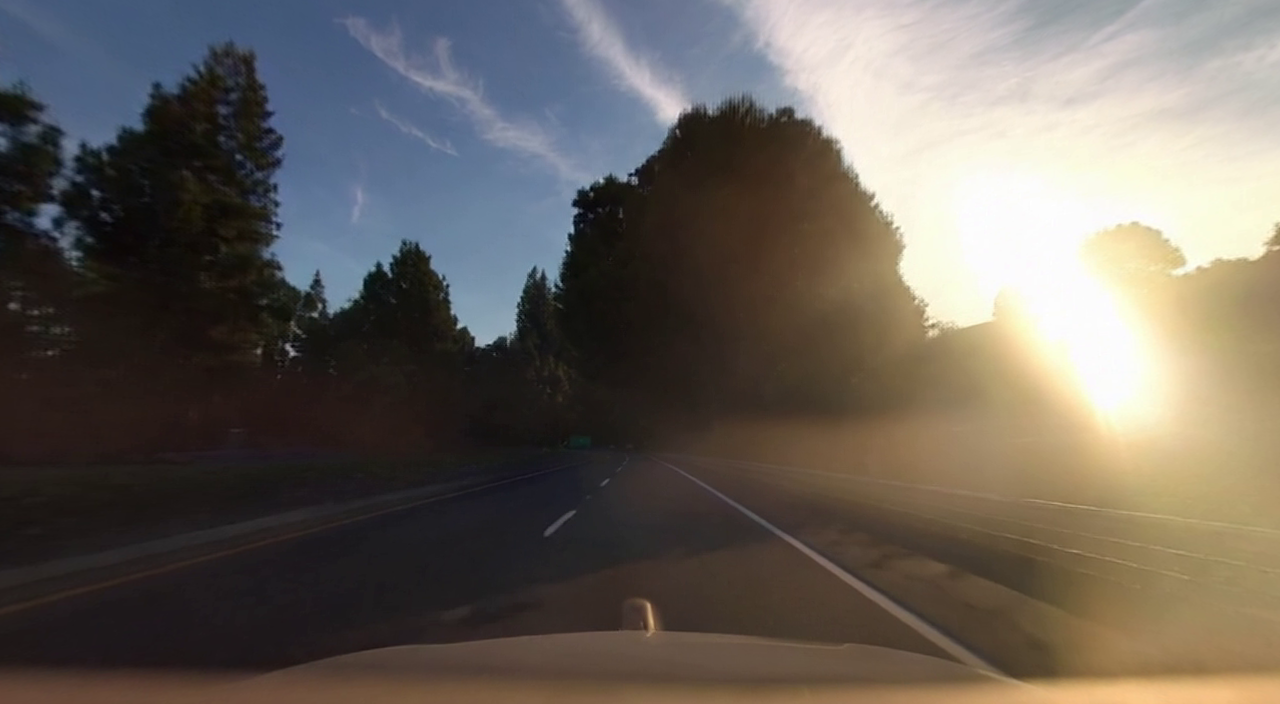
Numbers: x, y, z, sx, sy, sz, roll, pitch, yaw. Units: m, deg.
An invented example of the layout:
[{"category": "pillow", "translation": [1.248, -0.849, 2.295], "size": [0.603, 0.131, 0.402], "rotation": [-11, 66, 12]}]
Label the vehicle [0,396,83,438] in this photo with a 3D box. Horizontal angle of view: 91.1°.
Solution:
[{"category": "vehicle", "translation": [-47.059, 5.070, 48.404], "size": [2.721, 2.776, 5.478], "rotation": [-12, -13, 34]}]
